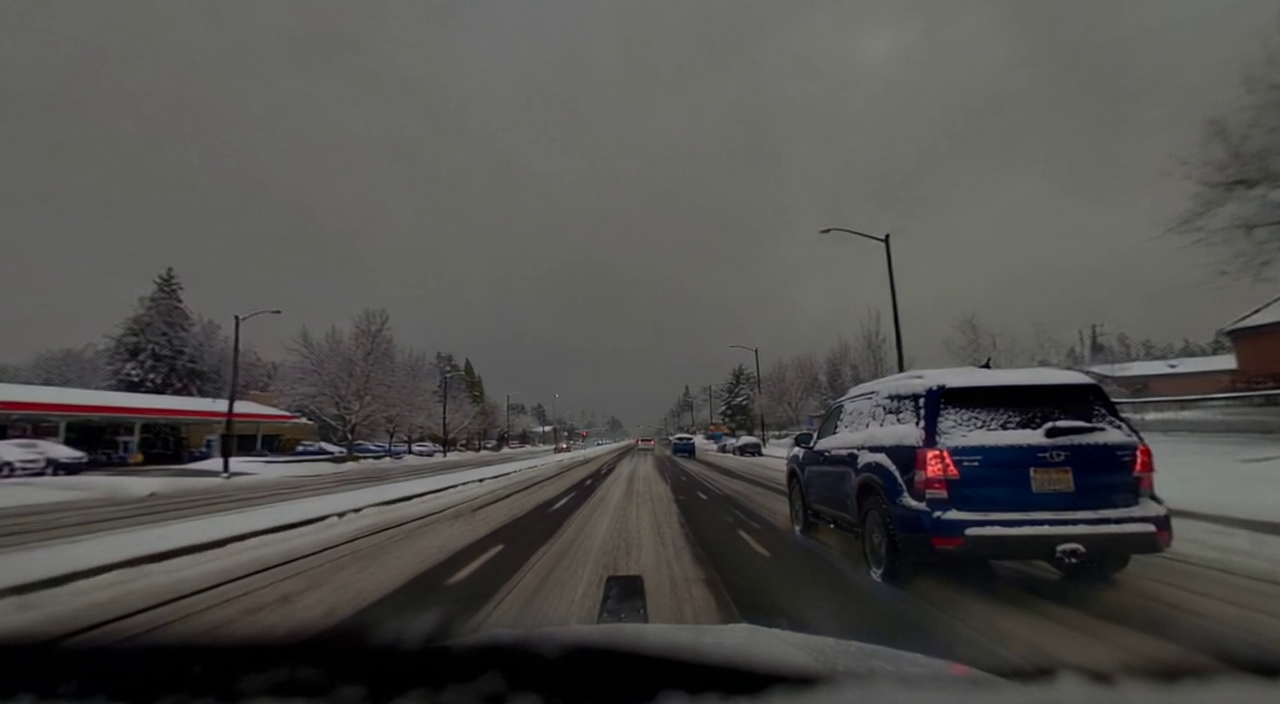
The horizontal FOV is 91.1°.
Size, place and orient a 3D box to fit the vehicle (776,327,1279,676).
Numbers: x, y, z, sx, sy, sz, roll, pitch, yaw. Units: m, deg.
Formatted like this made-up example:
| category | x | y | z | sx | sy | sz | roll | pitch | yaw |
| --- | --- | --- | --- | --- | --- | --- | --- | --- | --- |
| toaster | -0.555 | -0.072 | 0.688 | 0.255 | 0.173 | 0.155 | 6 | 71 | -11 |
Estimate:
| category | x | y | z | sx | sy | sz | roll | pitch | yaw |
| --- | --- | --- | --- | --- | --- | --- | --- | --- | --- |
| vehicle | 2.955 | 1.173 | 5.989 | 2.246 | 1.963 | 4.777 | 0 | -8 | 0 |

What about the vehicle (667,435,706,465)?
| category | x | y | z | sx | sy | sz | roll | pitch | yaw |
| --- | --- | --- | --- | --- | --- | --- | --- | --- | --- |
| vehicle | 3.040 | 6.582 | 42.252 | 2.317 | 1.857 | 5.150 | 0 | -8 | 1 |

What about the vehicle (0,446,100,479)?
| category | x | y | z | sx | sy | sz | roll | pitch | yaw |
| --- | --- | --- | --- | --- | --- | --- | --- | --- | --- |
| vehicle | -32.753 | 6.053 | 34.622 | 1.925 | 1.680 | 4.396 | -1 | -9 | 1 |

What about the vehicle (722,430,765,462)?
| category | x | y | z | sx | sy | sz | roll | pitch | yaw |
| --- | --- | --- | --- | --- | --- | --- | --- | --- | --- |
| vehicle | 7.567 | 6.982 | 46.634 | 2.220 | 2.147 | 6.392 | 0 | -8 | 1 |
